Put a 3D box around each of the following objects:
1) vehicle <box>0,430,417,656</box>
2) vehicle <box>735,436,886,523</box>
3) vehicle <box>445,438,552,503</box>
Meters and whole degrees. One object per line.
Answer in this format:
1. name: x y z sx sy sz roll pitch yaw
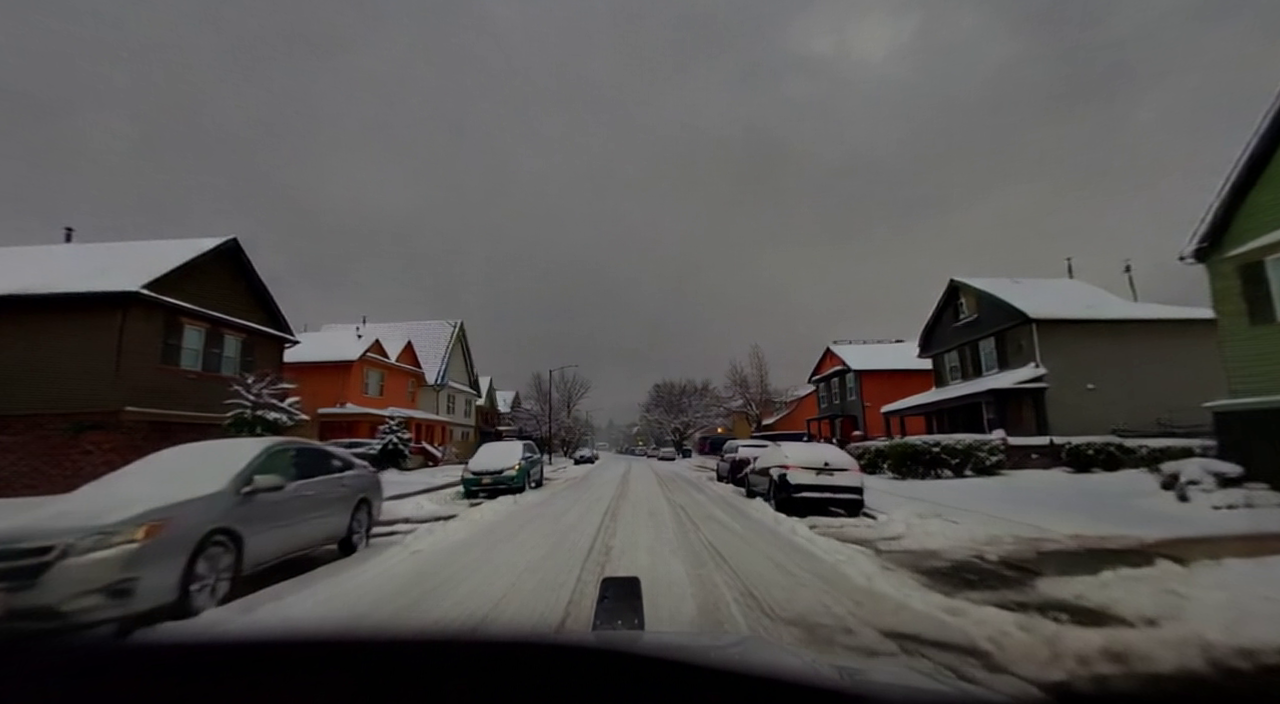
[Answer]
1. vehicle: -4.333 1.644 6.859 2.020 1.470 5.300 0 -8 -2
2. vehicle: 3.295 2.529 13.174 1.888 1.484 4.476 0 -8 0
3. vehicle: -3.959 3.377 18.503 2.089 1.508 4.537 2 -7 0
